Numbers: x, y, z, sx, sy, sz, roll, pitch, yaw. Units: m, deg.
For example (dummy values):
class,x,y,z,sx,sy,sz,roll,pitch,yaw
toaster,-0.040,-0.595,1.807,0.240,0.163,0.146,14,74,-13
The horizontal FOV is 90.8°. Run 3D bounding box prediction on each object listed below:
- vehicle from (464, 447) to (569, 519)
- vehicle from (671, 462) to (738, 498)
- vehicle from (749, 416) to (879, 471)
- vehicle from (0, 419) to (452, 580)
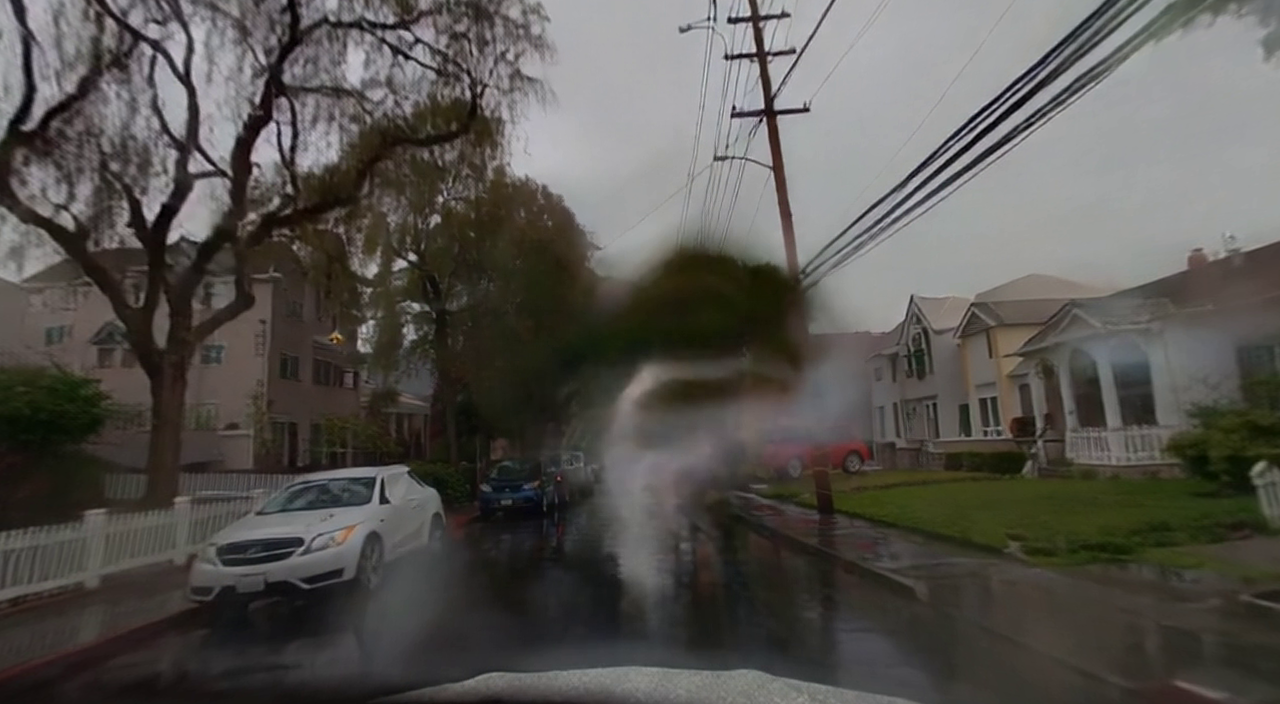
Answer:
class,x,y,z,sx,sy,sz,roll,pitch,yaw
vehicle,-3.067,3.336,16.761,2.081,1.589,4.691,0,-9,-3
vehicle,3.136,6.187,30.739,3.005,1.535,4.025,-1,-9,6
vehicle,6.421,3.419,23.717,4.249,1.905,1.904,0,-8,-3
vehicle,-4.983,1.808,7.782,4.537,1.595,2.471,1,-13,-2
